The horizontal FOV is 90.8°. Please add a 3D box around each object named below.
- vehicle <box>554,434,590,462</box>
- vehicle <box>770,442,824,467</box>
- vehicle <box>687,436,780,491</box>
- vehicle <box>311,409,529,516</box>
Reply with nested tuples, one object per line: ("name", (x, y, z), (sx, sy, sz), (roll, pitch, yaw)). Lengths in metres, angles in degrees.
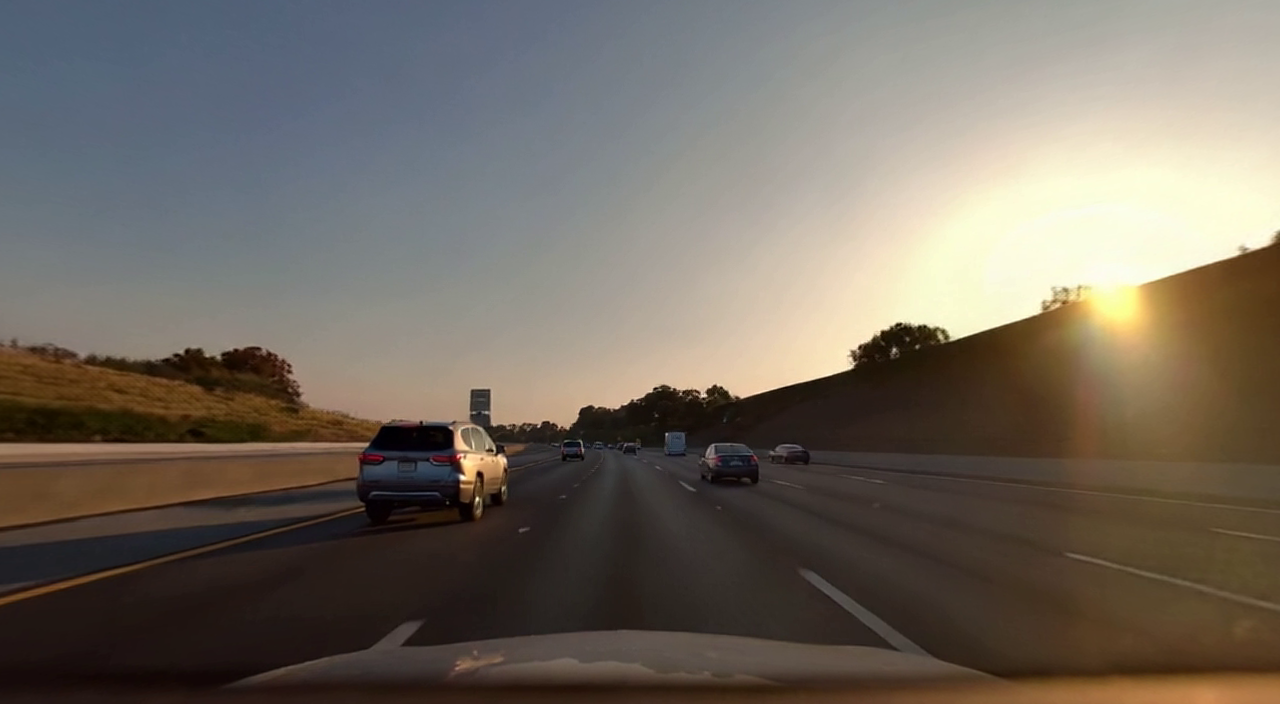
("vehicle", (-4.734, 6.791, 44.661), (2.149, 1.843, 4.348), (2, -8, -2))
("vehicle", (10.030, 6.532, 40.597), (2.105, 1.496, 4.393), (0, -8, -3))
("vehicle", (2.784, 3.438, 19.897), (2.053, 1.510, 4.400), (0, -8, -2))
("vehicle", (-4.353, 2.356, 13.965), (2.684, 1.839, 5.803), (0, -8, 1))
